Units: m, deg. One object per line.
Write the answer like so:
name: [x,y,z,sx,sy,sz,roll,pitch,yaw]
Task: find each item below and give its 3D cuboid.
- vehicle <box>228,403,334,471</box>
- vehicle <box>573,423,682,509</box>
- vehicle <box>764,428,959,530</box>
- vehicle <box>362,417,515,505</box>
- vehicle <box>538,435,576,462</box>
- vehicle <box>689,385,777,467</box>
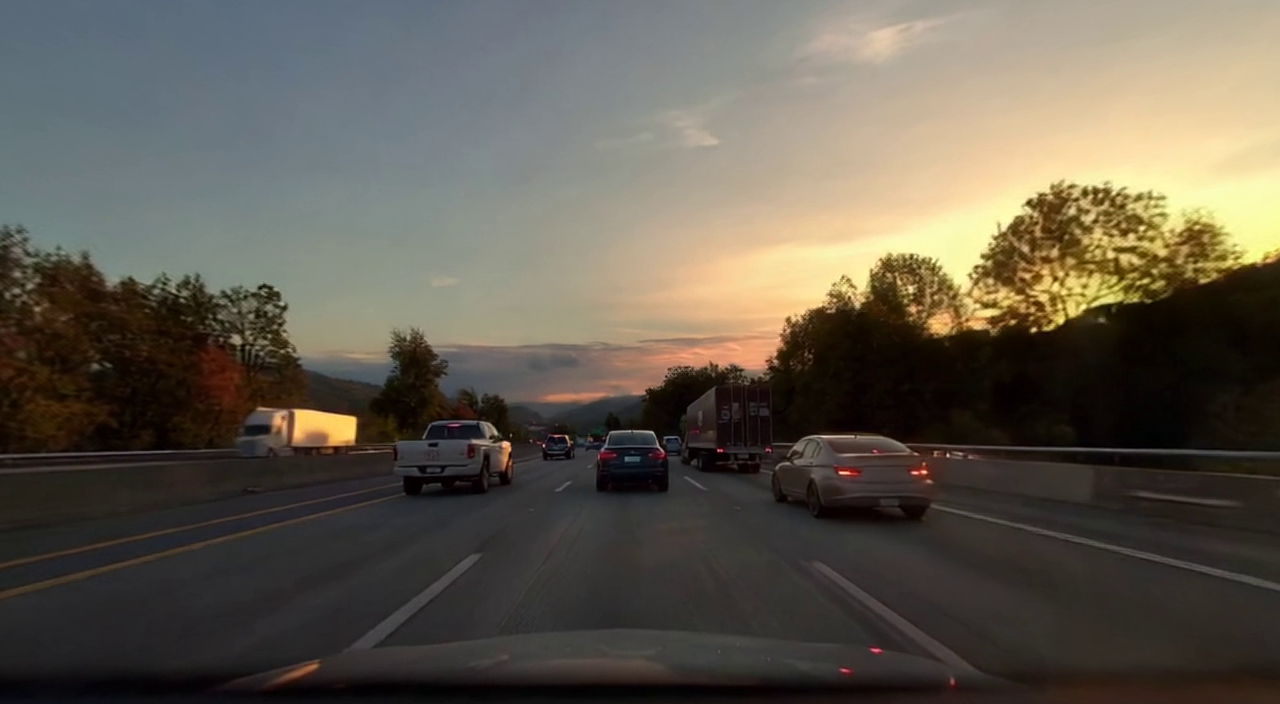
vehicle: [-21.478,5.148,38.131,3.048,3.785,5.664,0,-8,-1]
vehicle: [-0.264,2.455,14.060,2.083,1.647,3.799,0,-8,-1]
vehicle: [3.655,2.136,11.274,1.951,1.477,3.963,0,-8,-2]
vehicle: [-4.543,2.523,15.143,2.101,1.767,4.702,0,-8,0]
vehicle: [-5.294,6.165,40.562,1.971,1.648,3.983,0,-8,-1]
vehicle: [5.221,4.675,38.914,2.888,4.135,14.071,0,-8,-2]
